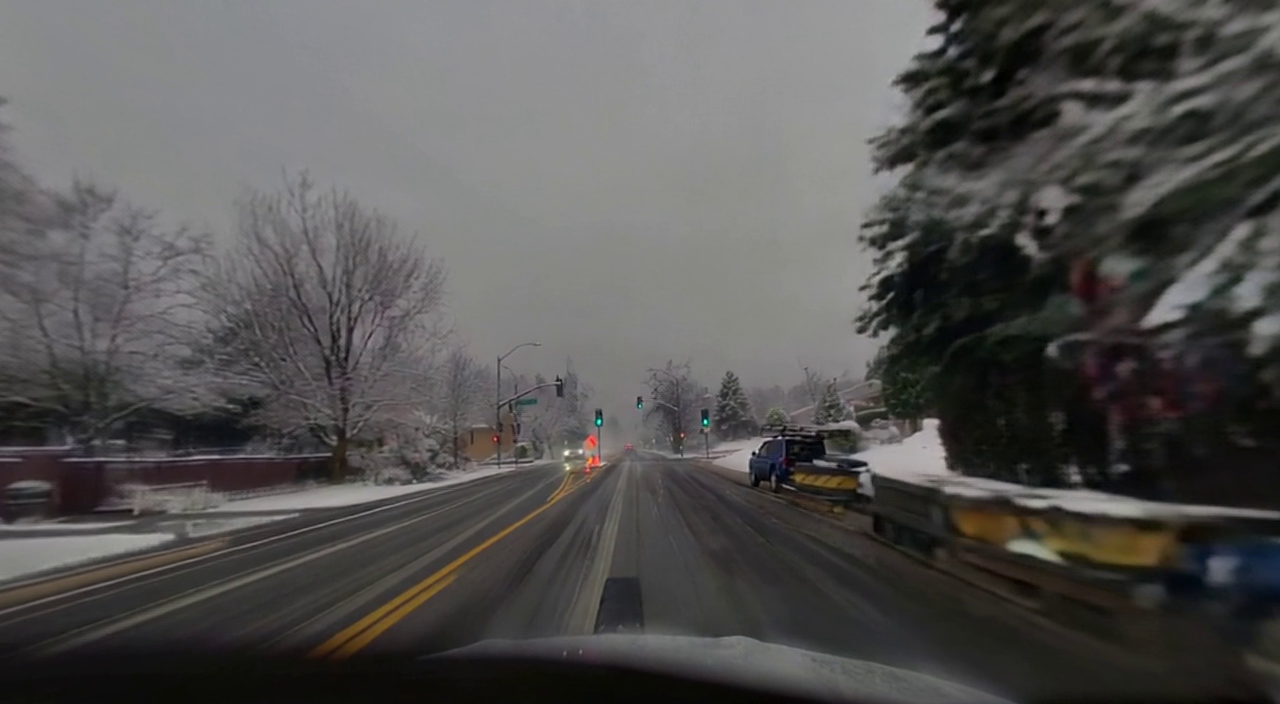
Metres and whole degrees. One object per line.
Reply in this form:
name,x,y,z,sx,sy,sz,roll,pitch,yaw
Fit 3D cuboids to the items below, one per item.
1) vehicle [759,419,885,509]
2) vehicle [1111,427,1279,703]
vehicle,4.255,2.680,15.377,2.241,1.935,3.270,-1,-9,4
vehicle,3.925,0.887,1.727,1.870,1.441,4.539,-1,-9,2
